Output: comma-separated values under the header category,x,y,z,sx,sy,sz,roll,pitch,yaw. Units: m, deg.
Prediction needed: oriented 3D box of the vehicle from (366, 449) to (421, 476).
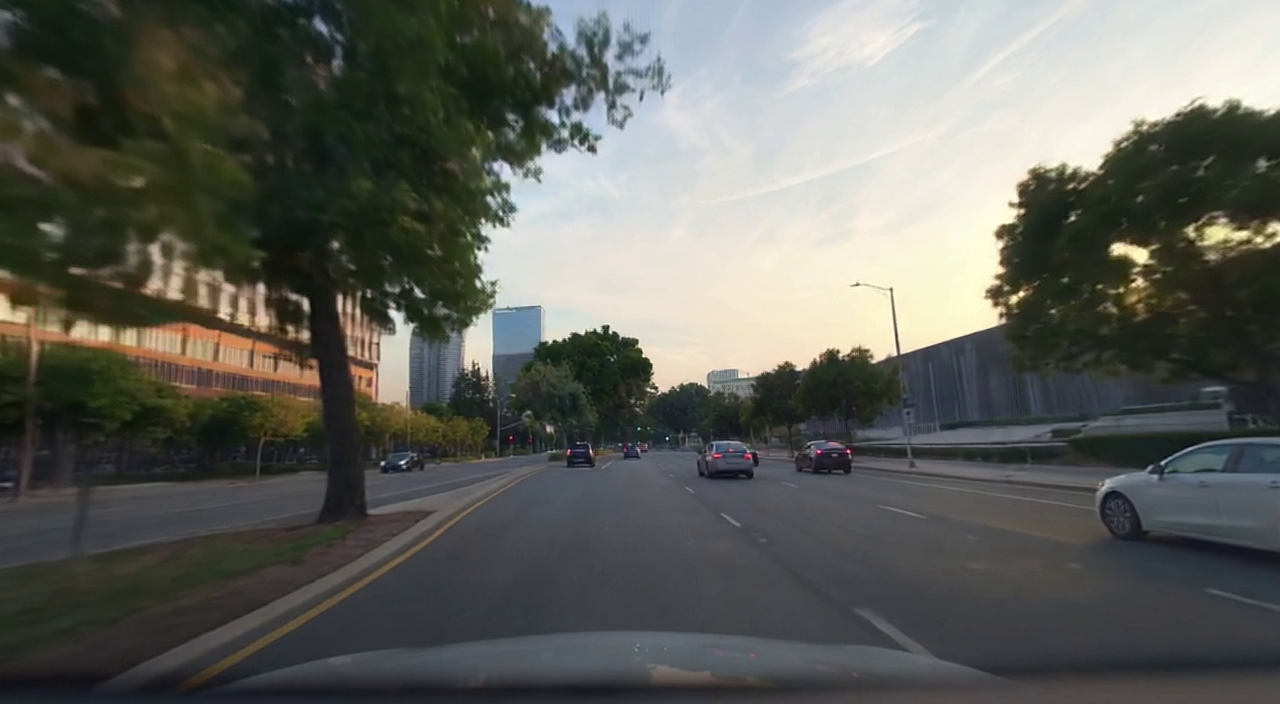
category,x,y,z,sx,sy,sz,roll,pitch,yaw
vehicle,-16.781,7.502,43.297,1.954,1.699,4.542,0,-8,0

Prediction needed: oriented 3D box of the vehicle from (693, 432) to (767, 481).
category,x,y,z,sx,sy,sz,roll,pitch,yaw
vehicle,3.515,4.201,25.641,2.152,1.742,4.704,0,-8,-2

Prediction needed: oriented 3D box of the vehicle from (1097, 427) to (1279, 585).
category,x,y,z,sx,sy,sz,roll,pitch,yaw
vehicle,6.821,1.418,5.861,1.830,1.443,4.351,0,-8,-1

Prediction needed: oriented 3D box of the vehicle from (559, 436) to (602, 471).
category,x,y,z,sx,sy,sz,roll,pitch,yaw
vehicle,-3.242,5.630,35.232,2.155,1.797,3.989,0,-8,-2

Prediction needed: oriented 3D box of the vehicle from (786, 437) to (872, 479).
category,x,y,z,sx,sy,sz,roll,pitch,yaw
vehicle,7.518,4.256,25.628,1.944,1.503,4.723,0,-8,-1
